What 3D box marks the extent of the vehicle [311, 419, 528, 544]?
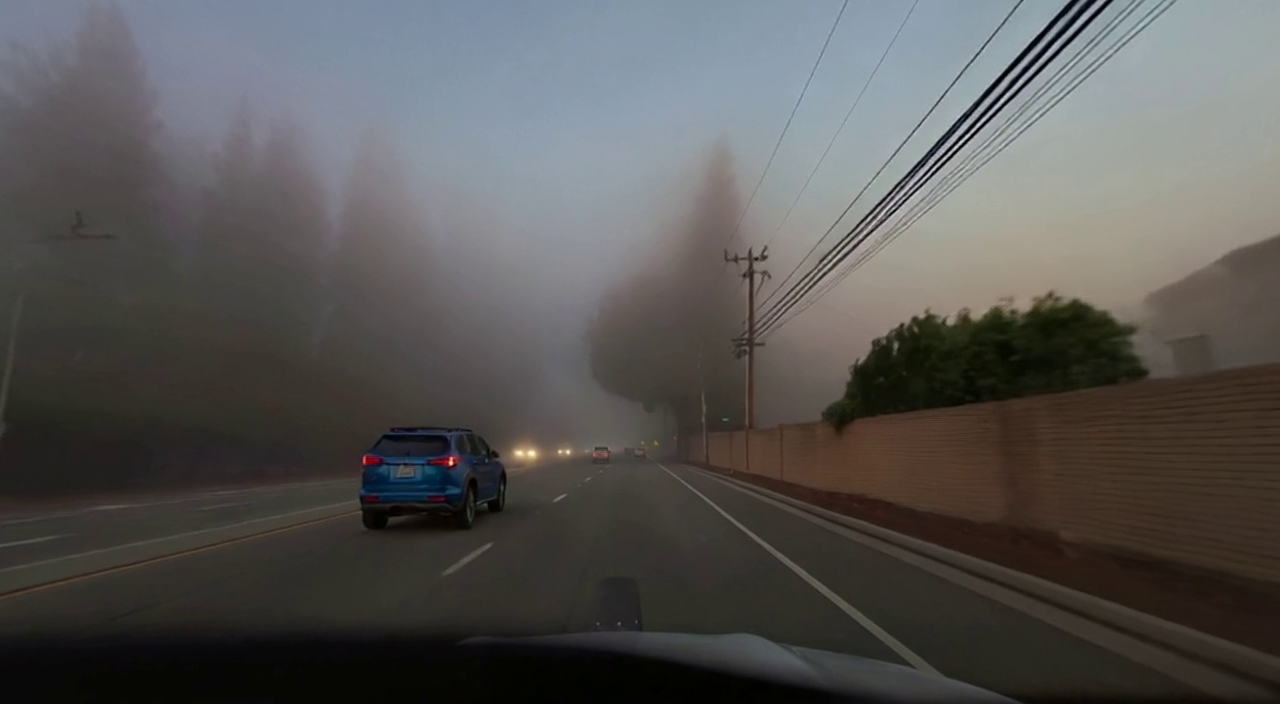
[{"bbox_3d":[-3.513,2.156,11.181,2.147,1.730,4.555,0,-8,1],"label":"vehicle"}]
